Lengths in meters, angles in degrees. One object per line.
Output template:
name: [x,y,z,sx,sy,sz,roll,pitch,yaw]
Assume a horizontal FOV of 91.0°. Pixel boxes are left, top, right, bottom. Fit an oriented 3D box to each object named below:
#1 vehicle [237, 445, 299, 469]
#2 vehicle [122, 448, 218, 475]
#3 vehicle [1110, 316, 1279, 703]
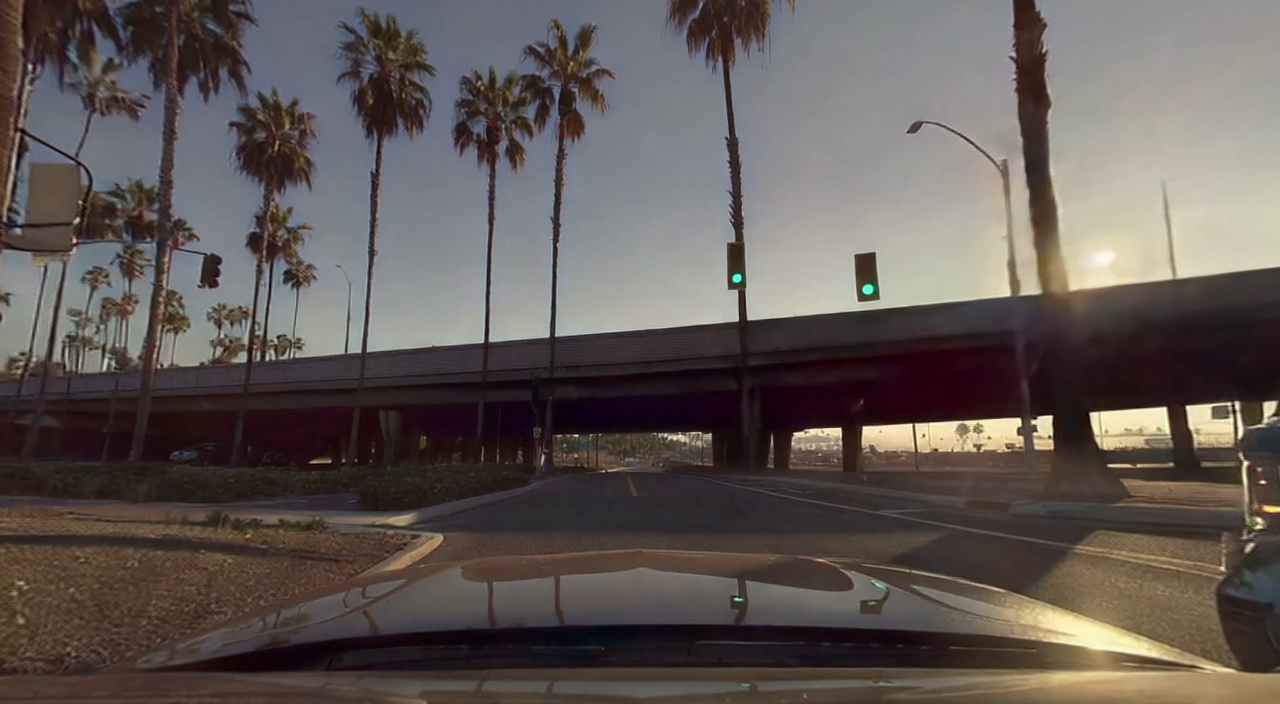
vehicle: [-26.260,7.418,44.563,1.941,1.631,4.017,0,-9,0]
vehicle: [-26.553,6.169,35.758,1.830,1.443,4.551,0,-9,2]
vehicle: [3.452,0.515,0.797,2.028,1.770,4.737,0,-9,0]
